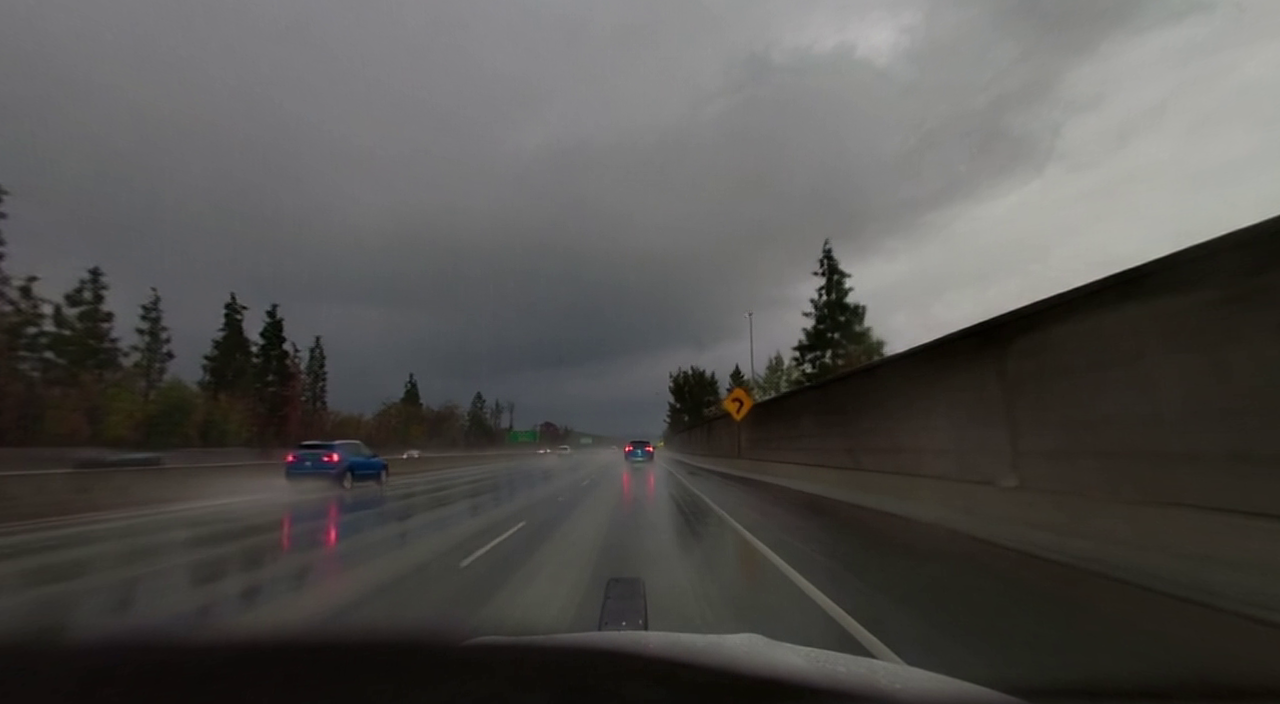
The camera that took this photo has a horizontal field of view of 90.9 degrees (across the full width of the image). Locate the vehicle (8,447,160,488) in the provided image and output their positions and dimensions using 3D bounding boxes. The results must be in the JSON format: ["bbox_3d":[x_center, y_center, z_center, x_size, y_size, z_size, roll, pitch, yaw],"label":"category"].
[{"bbox_3d":[-23.463,4.866,26.942,2.049,1.557,4.828,0,-8,1],"label":"vehicle"}]

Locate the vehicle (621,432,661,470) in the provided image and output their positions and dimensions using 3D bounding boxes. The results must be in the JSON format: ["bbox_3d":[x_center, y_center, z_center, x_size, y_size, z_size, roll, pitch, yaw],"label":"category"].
[{"bbox_3d":[0.057,6.026,38.597,2.318,2.145,4.561,0,-8,0],"label":"vehicle"}]

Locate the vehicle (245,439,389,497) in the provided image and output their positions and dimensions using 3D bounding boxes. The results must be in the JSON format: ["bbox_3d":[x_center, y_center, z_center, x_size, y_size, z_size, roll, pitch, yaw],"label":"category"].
[{"bbox_3d":[-10.242,3.687,20.547,2.037,1.661,4.885,0,-8,1],"label":"vehicle"}]
